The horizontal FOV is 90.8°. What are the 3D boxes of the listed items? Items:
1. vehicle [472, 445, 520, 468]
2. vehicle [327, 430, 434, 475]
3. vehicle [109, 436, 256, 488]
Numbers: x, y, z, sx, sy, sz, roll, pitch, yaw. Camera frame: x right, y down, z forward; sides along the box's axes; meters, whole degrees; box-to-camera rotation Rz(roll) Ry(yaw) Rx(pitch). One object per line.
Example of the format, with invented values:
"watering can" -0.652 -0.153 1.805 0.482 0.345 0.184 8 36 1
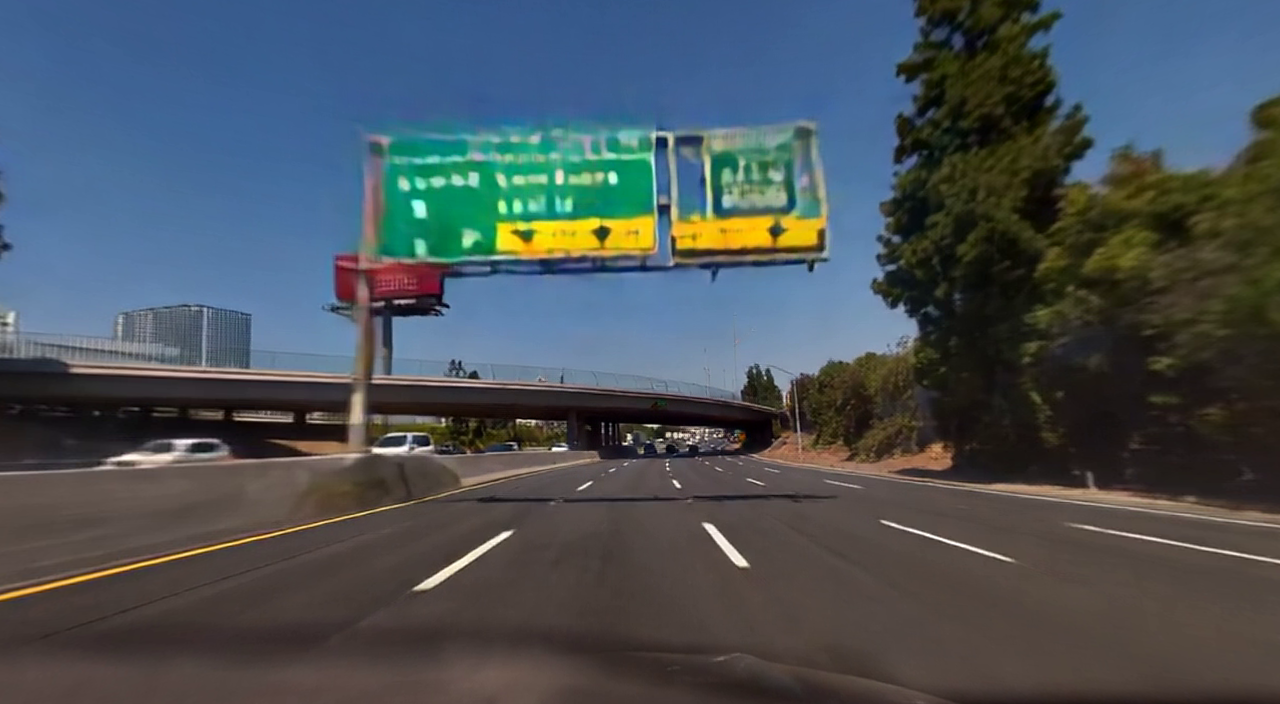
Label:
"vehicle" -10.026 7.304 44.470 1.958 1.477 4.713 -1 -8 4
"vehicle" -12.286 4.844 30.530 2.513 1.935 5.871 -1 -8 2
"vehicle" -15.664 3.776 21.985 1.867 1.588 4.237 0 -8 1
